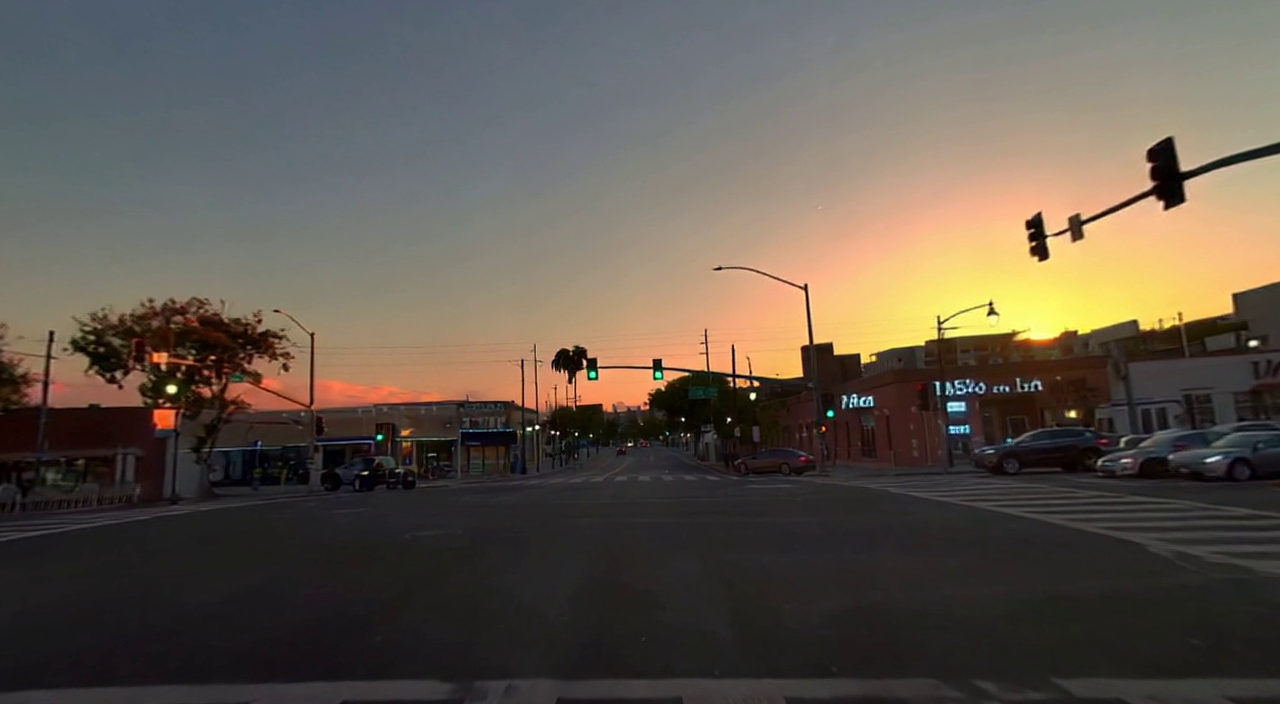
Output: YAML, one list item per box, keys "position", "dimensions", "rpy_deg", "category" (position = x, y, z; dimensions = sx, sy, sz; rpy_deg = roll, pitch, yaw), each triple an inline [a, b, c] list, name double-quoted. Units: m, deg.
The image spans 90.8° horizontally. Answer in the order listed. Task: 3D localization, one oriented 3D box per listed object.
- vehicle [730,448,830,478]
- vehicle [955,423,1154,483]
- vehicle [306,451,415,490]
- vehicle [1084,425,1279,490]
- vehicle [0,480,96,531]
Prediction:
- position: [7.418, 5.878, 33.650]
  dimensions: [4.728, 1.468, 2.083]
  rpy_deg: [-7, -11, 37]
  category: "vehicle"
- position: [12.990, 3.225, 20.248]
  dimensions: [4.916, 1.730, 1.986]
  rpy_deg: [-4, -9, 22]
  category: "vehicle"
- position: [-21.295, 9.016, 48.444]
  dimensions: [6.991, 2.792, 2.607]
  rpy_deg: [0, -8, -3]
  category: "vehicle"
- position: [14.409, 2.643, 15.907]
  dimensions: [4.835, 1.487, 1.913]
  rpy_deg: [-4, -9, 20]
  category: "vehicle"
- position: [-21.150, 5.031, 20.919]
  dimensions: [4.676, 1.463, 1.909]
  rpy_deg: [-1, -8, 6]
  category: "vehicle"
